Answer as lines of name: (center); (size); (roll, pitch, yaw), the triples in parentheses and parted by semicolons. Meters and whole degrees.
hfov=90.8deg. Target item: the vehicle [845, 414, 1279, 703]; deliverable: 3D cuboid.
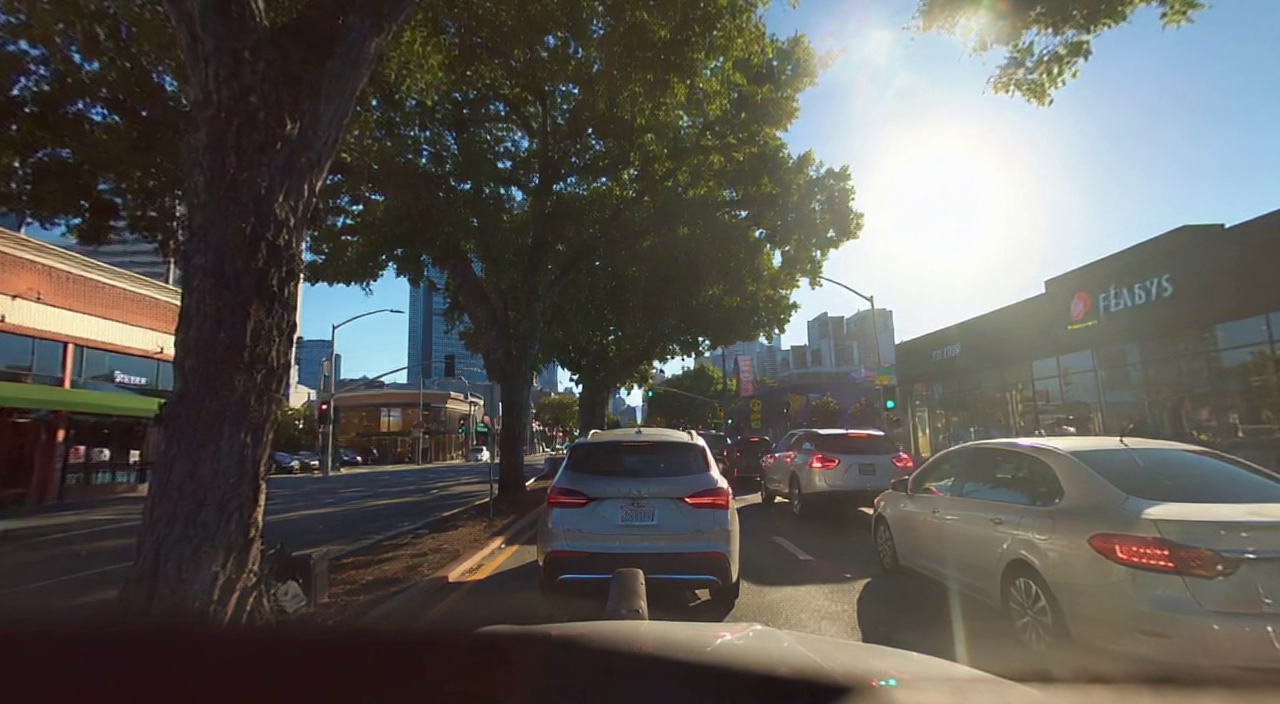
vehicle: (3.401, 1.371, 5.313); (1.988, 1.480, 4.195); (0, -9, 1)

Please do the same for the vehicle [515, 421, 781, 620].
vehicle: (0.053, 1.550, 6.636); (2.006, 1.487, 3.535); (0, -9, 0)
